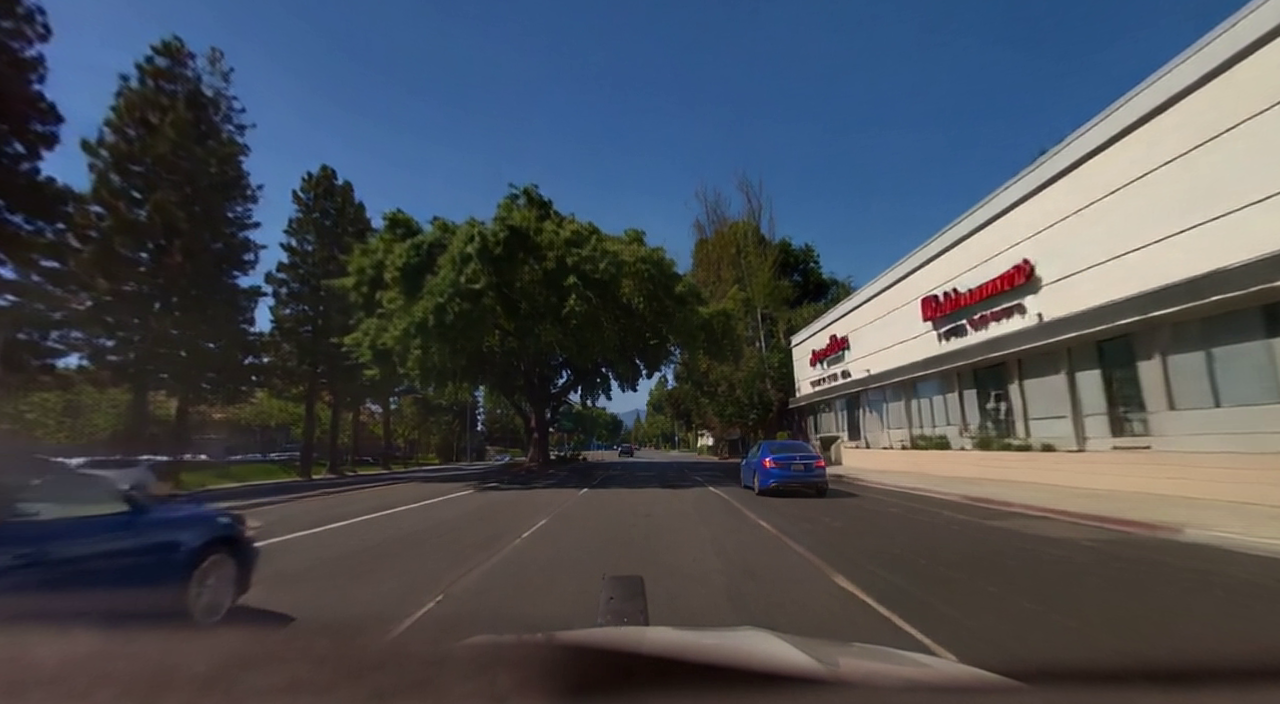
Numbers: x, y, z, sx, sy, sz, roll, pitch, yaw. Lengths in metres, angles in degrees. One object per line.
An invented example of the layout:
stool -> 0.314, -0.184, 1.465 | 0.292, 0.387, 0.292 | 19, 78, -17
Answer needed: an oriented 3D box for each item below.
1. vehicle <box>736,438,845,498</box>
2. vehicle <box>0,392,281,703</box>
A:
vehicle -> 4.106, 3.215, 17.962 | 1.977, 1.474, 4.399 | 0, -9, -1
vehicle -> -3.624, 0.896, 2.365 | 2.001, 1.504, 4.212 | 0, -9, 1
